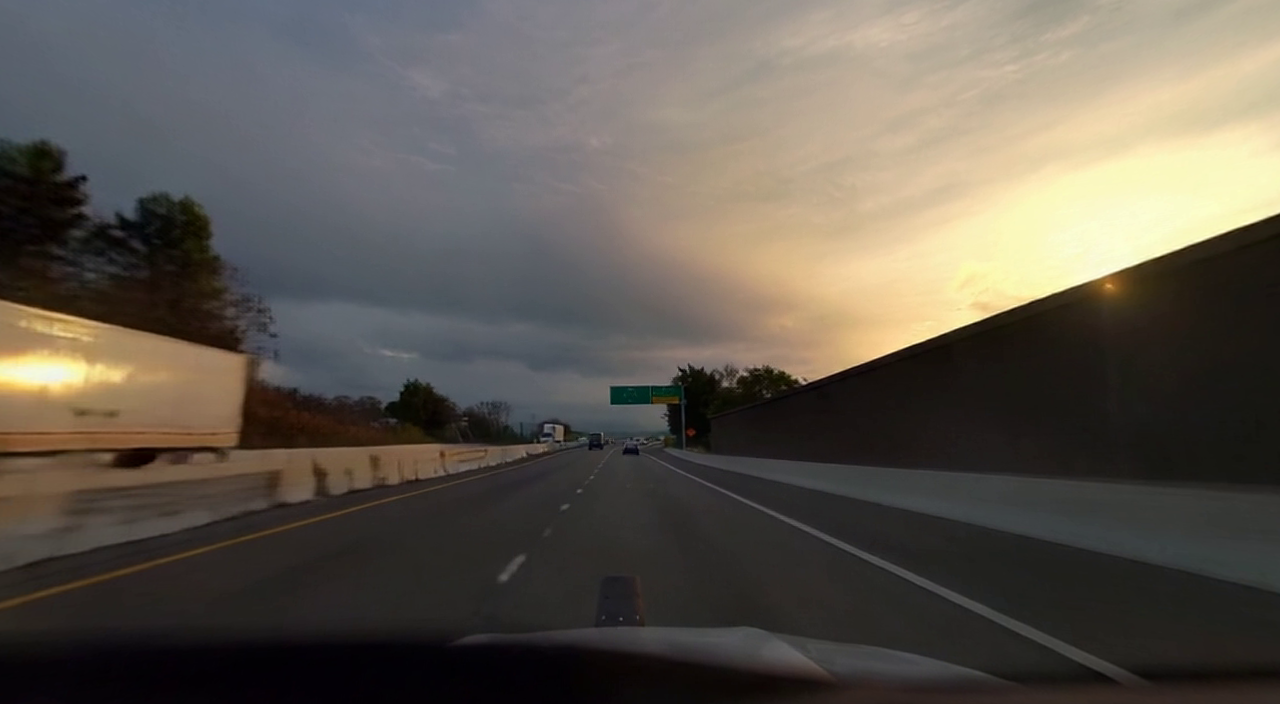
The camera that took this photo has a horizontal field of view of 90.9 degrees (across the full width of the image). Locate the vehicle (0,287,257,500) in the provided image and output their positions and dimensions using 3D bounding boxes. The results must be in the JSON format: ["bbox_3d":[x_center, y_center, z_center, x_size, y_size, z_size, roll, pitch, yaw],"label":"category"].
[{"bbox_3d":[-13.995,1.356,16.191,2.894,4.114,8.618,1,-8,-1],"label":"vehicle"}]
